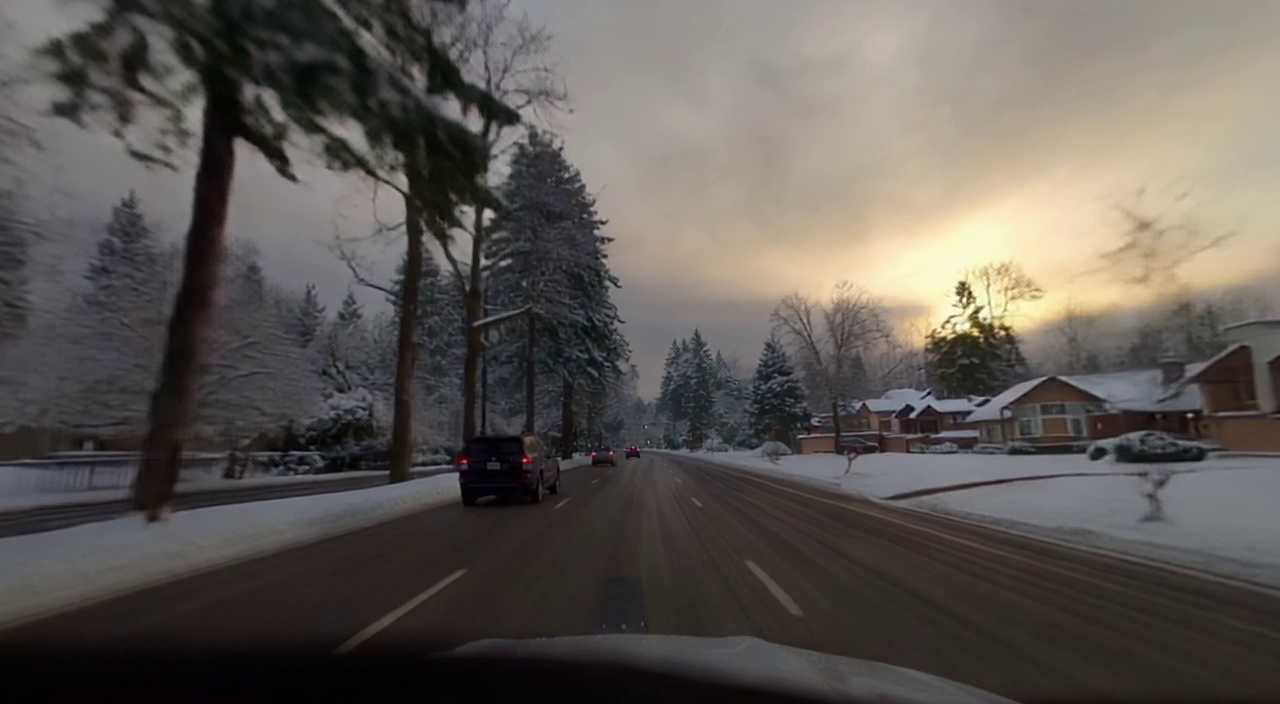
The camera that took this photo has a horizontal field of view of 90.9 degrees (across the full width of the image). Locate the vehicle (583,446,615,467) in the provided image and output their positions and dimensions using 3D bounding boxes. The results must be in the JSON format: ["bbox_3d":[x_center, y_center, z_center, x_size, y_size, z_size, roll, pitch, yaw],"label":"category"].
[{"bbox_3d":[-2.981,7.714,46.704,2.021,1.466,4.330,0,-9,1],"label":"vehicle"}]

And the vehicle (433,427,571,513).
[{"bbox_3d":[-2.972,2.679,14.759,2.058,1.671,4.704,0,-9,1],"label":"vehicle"}]
